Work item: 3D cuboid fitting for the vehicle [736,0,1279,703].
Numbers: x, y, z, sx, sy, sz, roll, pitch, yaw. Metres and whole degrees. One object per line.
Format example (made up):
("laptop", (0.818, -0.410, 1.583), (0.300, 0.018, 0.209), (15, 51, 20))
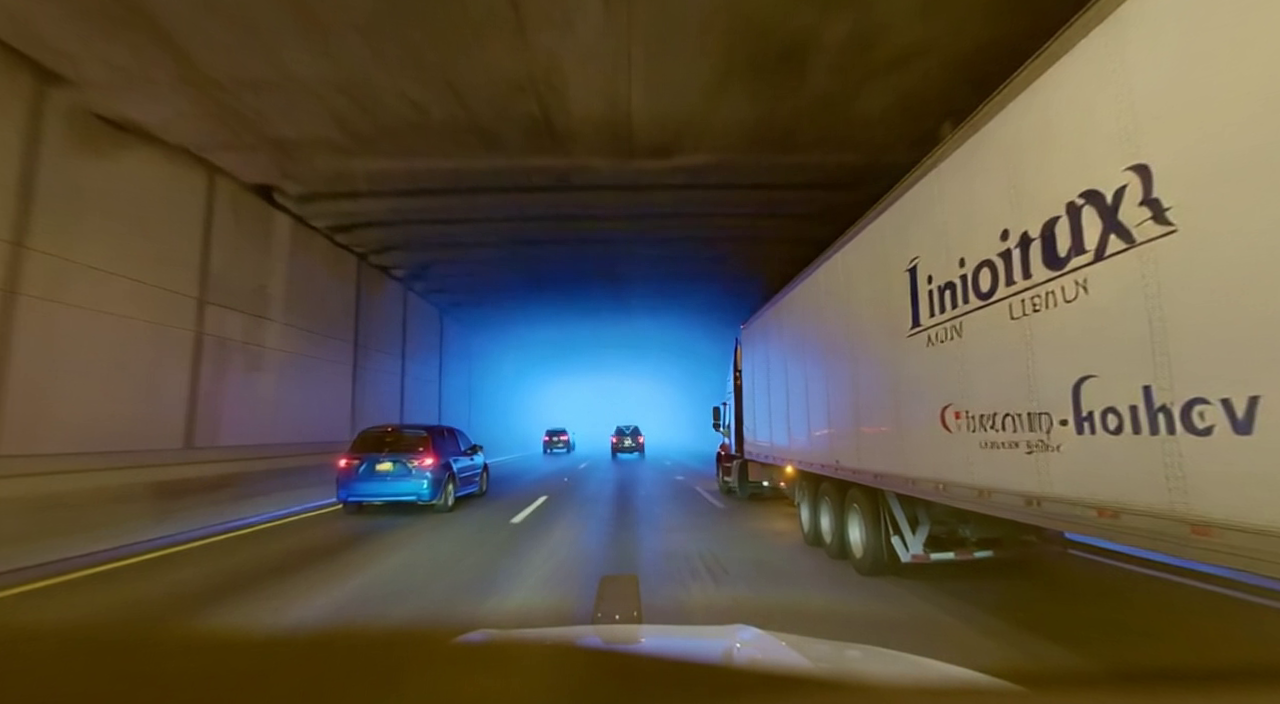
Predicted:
("vehicle", (3.672, 0.149, 6.490), (2.842, 4.108, 14.081), (0, -8, -1))

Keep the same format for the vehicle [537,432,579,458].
("vehicle", (-4.797, 5.492, 37.262), (2.019, 1.435, 4.317), (0, -8, -2))

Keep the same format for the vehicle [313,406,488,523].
("vehicle", (-3.845, 1.833, 10.673), (1.826, 1.695, 2.870), (0, -8, -1))

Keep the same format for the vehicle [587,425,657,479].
("vehicle", (-0.576, 3.243, 20.723), (2.094, 1.600, 3.666), (0, -8, -1))
